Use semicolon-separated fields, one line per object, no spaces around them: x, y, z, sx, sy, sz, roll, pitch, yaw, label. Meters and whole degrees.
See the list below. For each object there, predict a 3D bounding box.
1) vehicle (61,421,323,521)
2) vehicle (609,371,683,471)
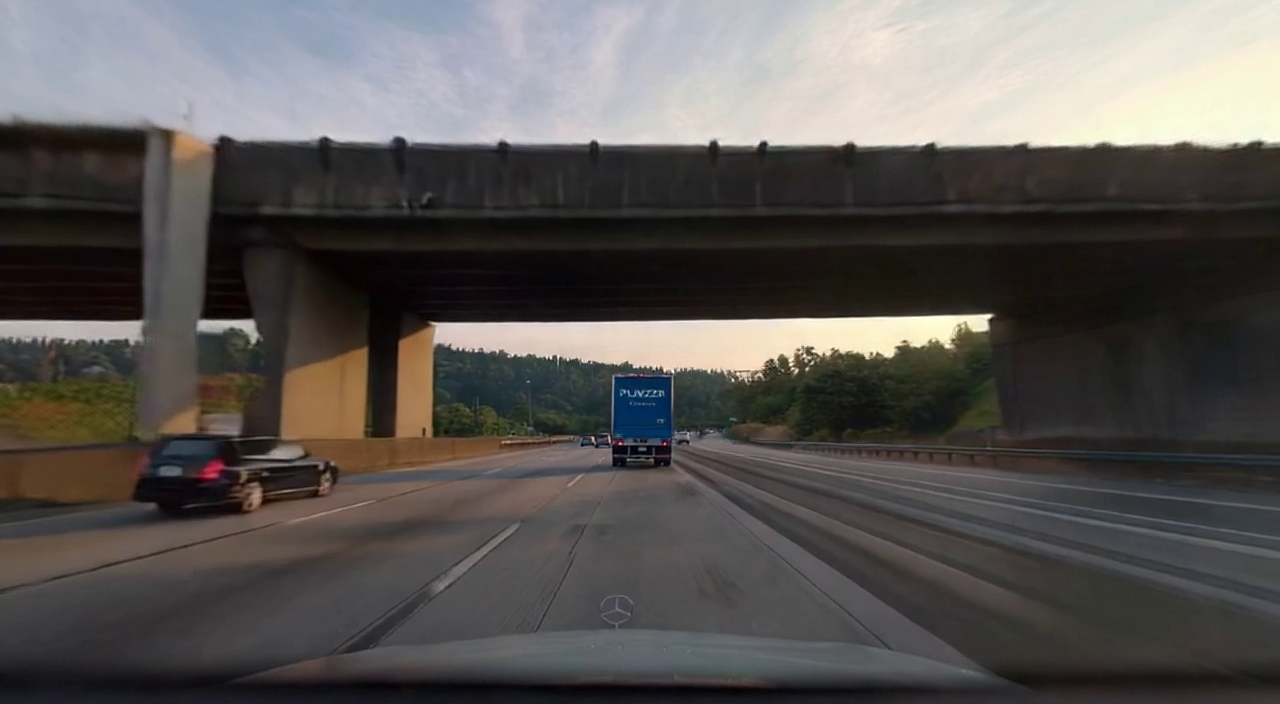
-8.085;2.152;11.975;2.041;1.566;3.986;0;-8;0;vehicle
0.126;3.520;30.840;2.926;3.959;11.818;0;-8;-1;vehicle
